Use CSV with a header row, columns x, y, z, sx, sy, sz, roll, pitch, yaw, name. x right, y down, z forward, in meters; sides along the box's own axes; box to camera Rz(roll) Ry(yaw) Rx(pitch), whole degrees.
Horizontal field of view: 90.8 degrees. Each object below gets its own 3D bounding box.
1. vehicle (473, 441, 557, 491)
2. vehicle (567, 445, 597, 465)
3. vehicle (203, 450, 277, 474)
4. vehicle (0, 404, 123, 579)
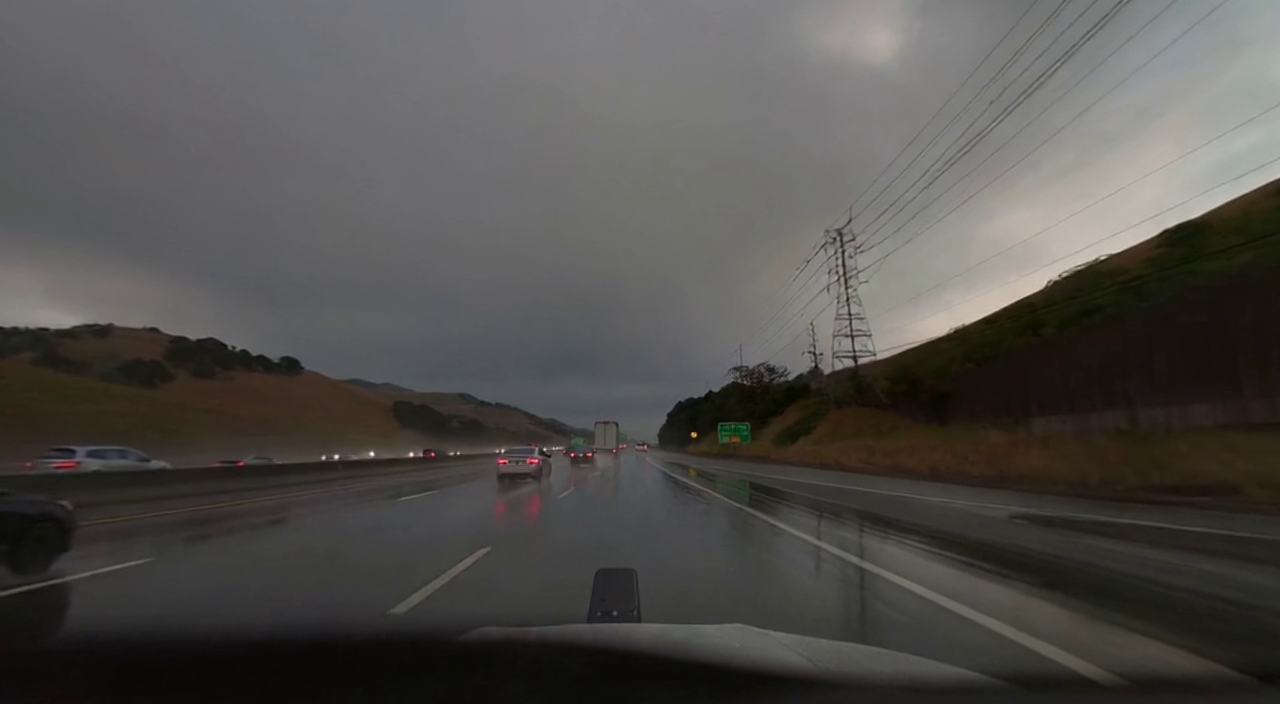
x,y,z,sx,sy,sz,roll,pitch,yaw,name
-4.177,3.860,21.848,1.963,1.533,4.477,0,-9,0,vehicle
-4.508,8.083,49.832,2.038,1.533,4.103,0,-9,-1,vehicle
-26.055,7.128,41.333,1.841,1.449,4.570,0,-9,0,vehicle
-7.613,1.278,5.483,2.101,1.773,4.880,0,-9,0,vehicle
